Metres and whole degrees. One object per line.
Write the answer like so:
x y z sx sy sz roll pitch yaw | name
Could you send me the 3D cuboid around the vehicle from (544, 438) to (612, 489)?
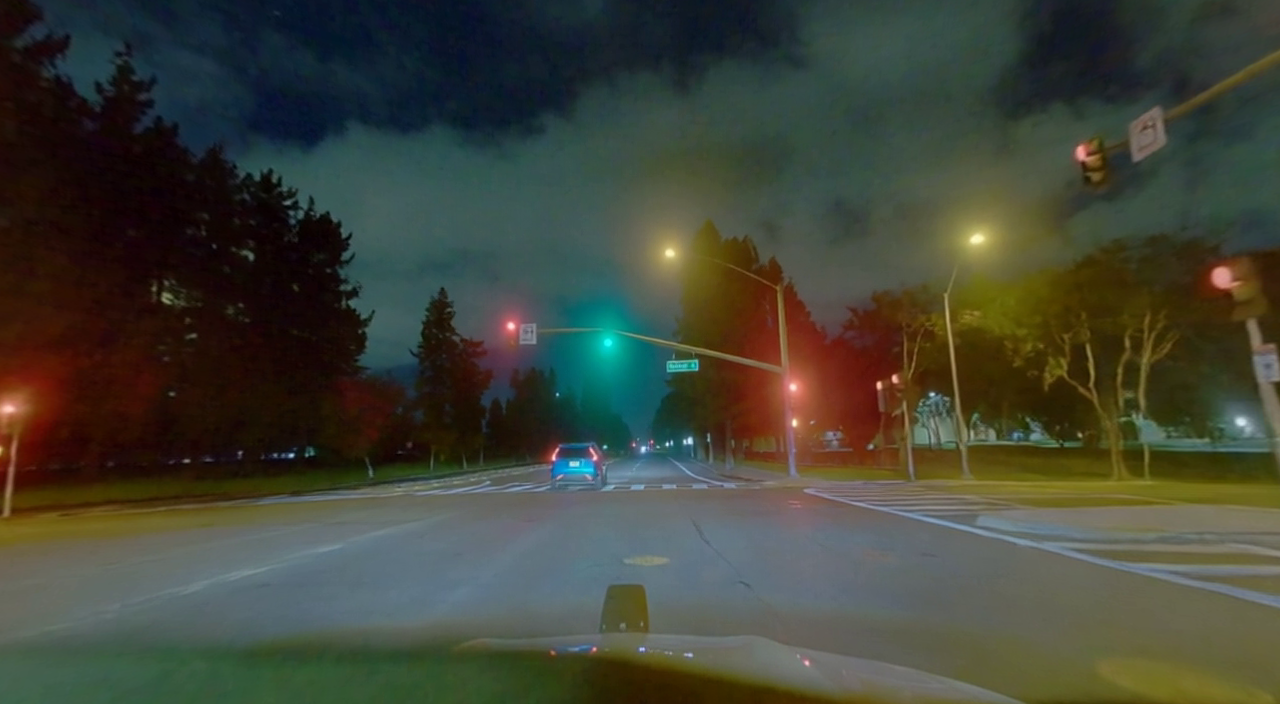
-2.315 4.336 24.940 2.123 1.799 4.425 0 -8 2 | vehicle
